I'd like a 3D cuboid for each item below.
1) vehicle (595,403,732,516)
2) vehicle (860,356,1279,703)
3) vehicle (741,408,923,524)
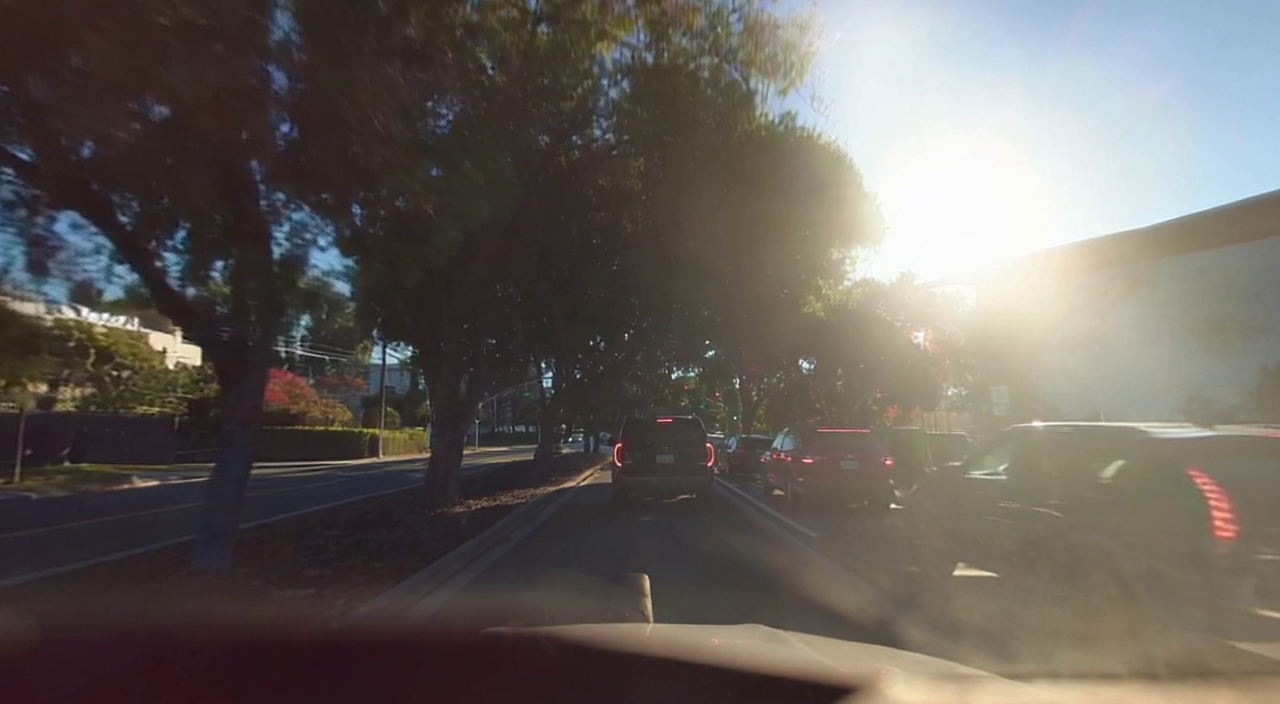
[{"bbox_3d":[0.435,2.187,13.170,2.386,1.947,4.168,0,-8,1],"label":"vehicle"},{"bbox_3d":[3.607,1.201,4.758,2.138,1.699,4.852,0,-8,0],"label":"vehicle"},{"bbox_3d":[3.702,2.332,13.439,2.238,1.958,5.250,0,-8,0],"label":"vehicle"}]
